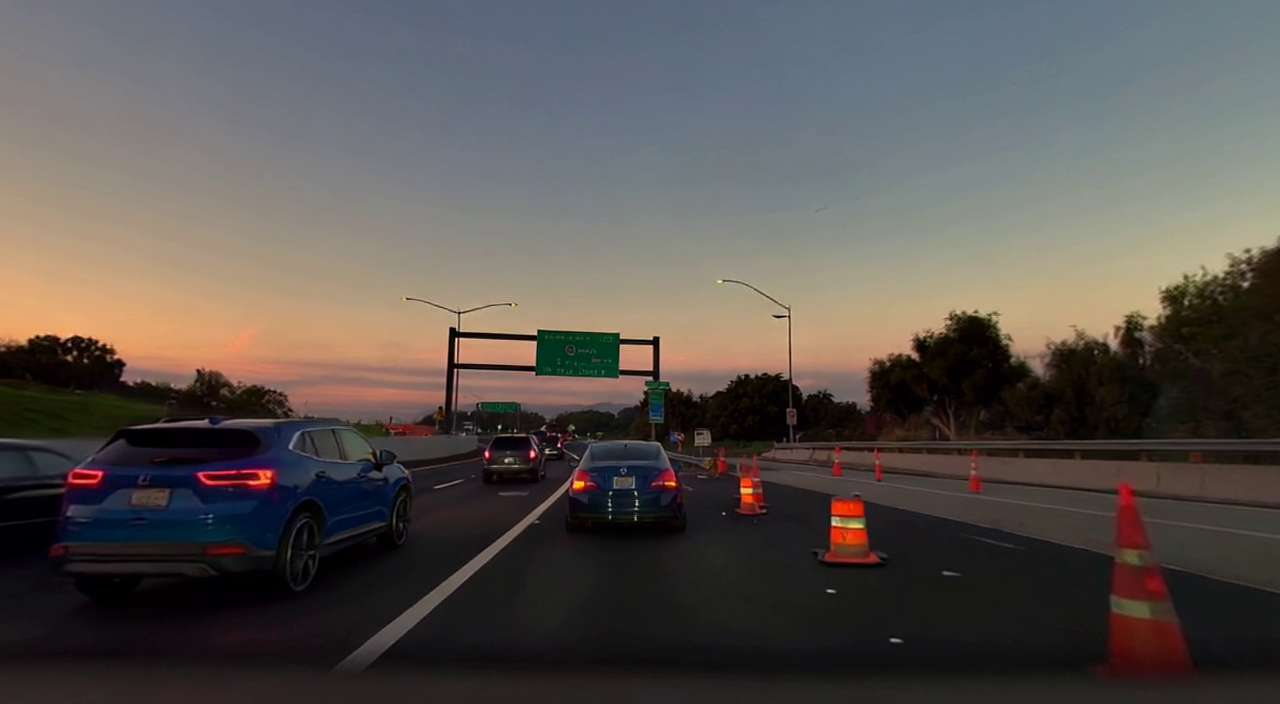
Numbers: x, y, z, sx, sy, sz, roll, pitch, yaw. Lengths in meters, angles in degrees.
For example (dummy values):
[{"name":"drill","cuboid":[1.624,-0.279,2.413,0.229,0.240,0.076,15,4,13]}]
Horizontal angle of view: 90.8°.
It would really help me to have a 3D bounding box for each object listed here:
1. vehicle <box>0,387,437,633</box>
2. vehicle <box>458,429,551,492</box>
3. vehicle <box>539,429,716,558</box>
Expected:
[{"name":"vehicle","cuboid":[-3.757,1.406,6.528,2.025,1.708,4.089,0,-9,-1]},{"name":"vehicle","cuboid":[-4.035,3.298,19.473,1.982,1.727,4.057,0,-9,0]},{"name":"vehicle","cuboid":[-0.208,1.949,9.420,2.069,1.484,3.982,0,-9,-2]}]
